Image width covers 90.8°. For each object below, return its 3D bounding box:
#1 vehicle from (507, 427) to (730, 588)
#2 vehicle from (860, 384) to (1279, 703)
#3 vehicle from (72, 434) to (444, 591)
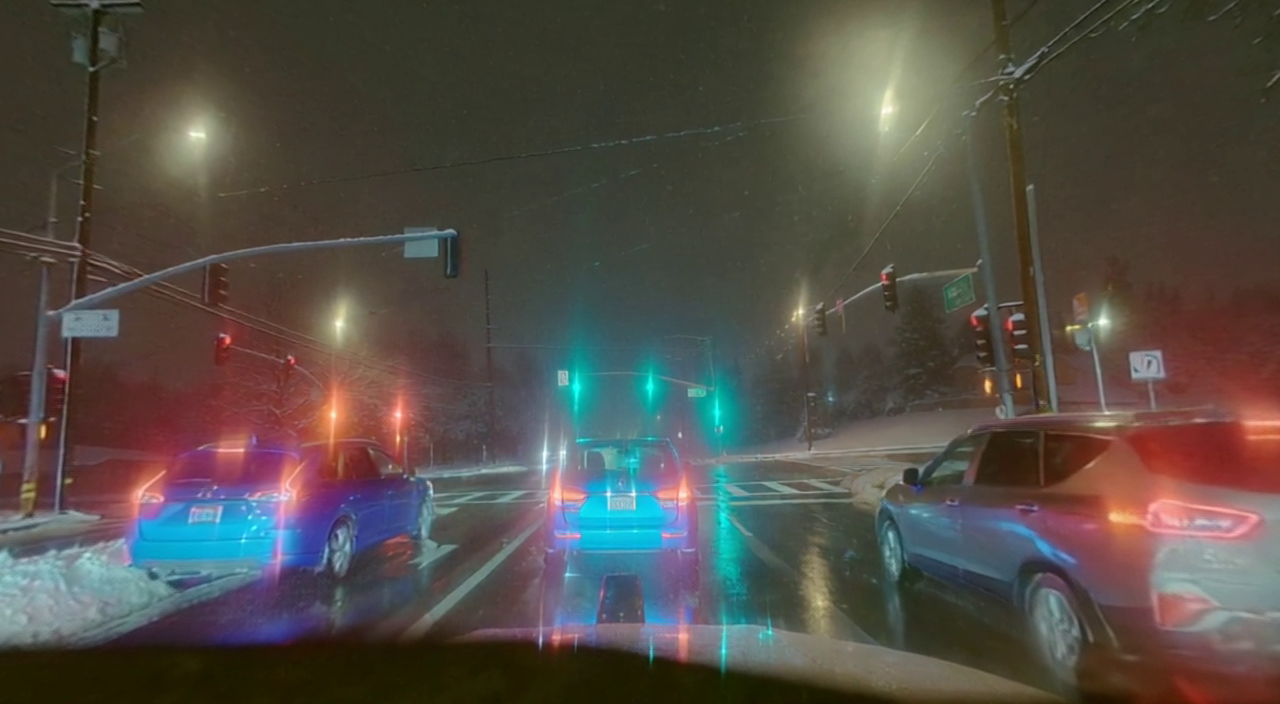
[{"bbox_3d":[-0.220,1.759,8.029,2.061,1.485,4.196,0,-8,-1],"label":"vehicle"},{"bbox_3d":[2.905,1.106,3.664,1.860,1.494,3.707,0,-8,-1],"label":"vehicle"},{"bbox_3d":[-4.371,1.865,8.305,2.106,1.492,4.312,0,-8,1],"label":"vehicle"}]
